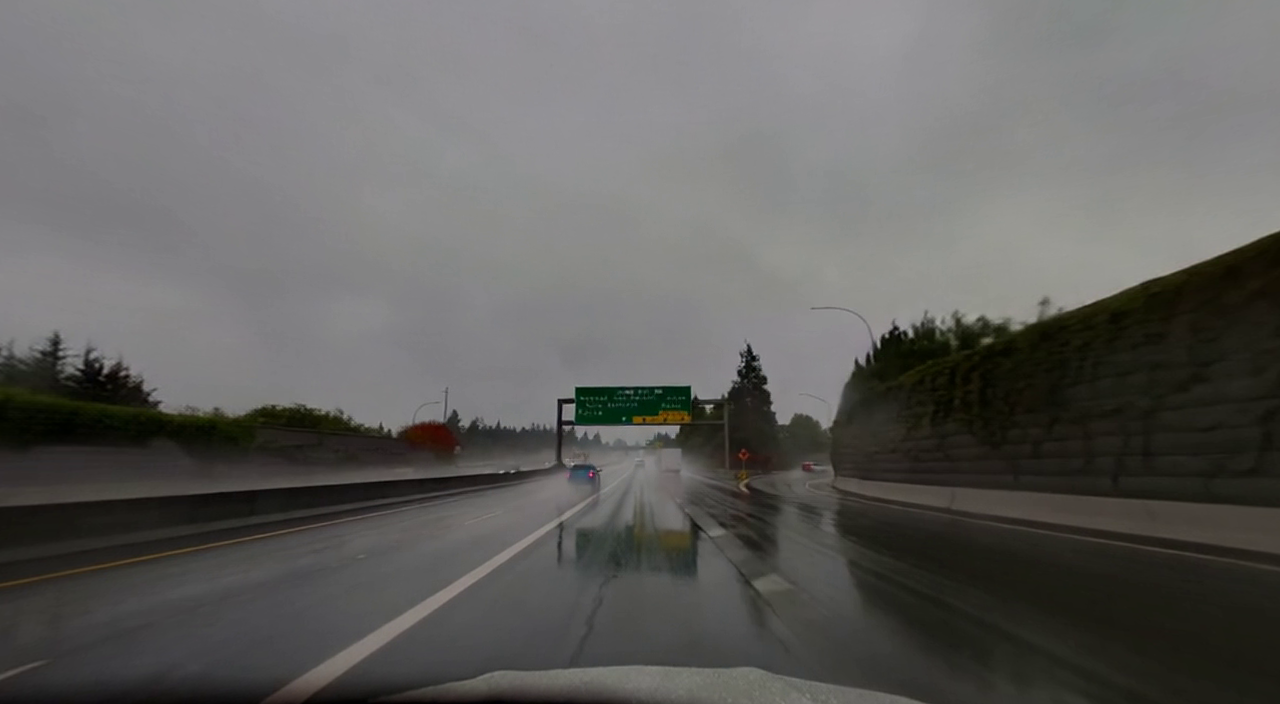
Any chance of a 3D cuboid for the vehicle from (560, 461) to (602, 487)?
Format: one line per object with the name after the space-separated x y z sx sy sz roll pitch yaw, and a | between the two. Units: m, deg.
-3.621 7.641 39.474 2.045 1.487 4.582 1 -10 1 | vehicle
